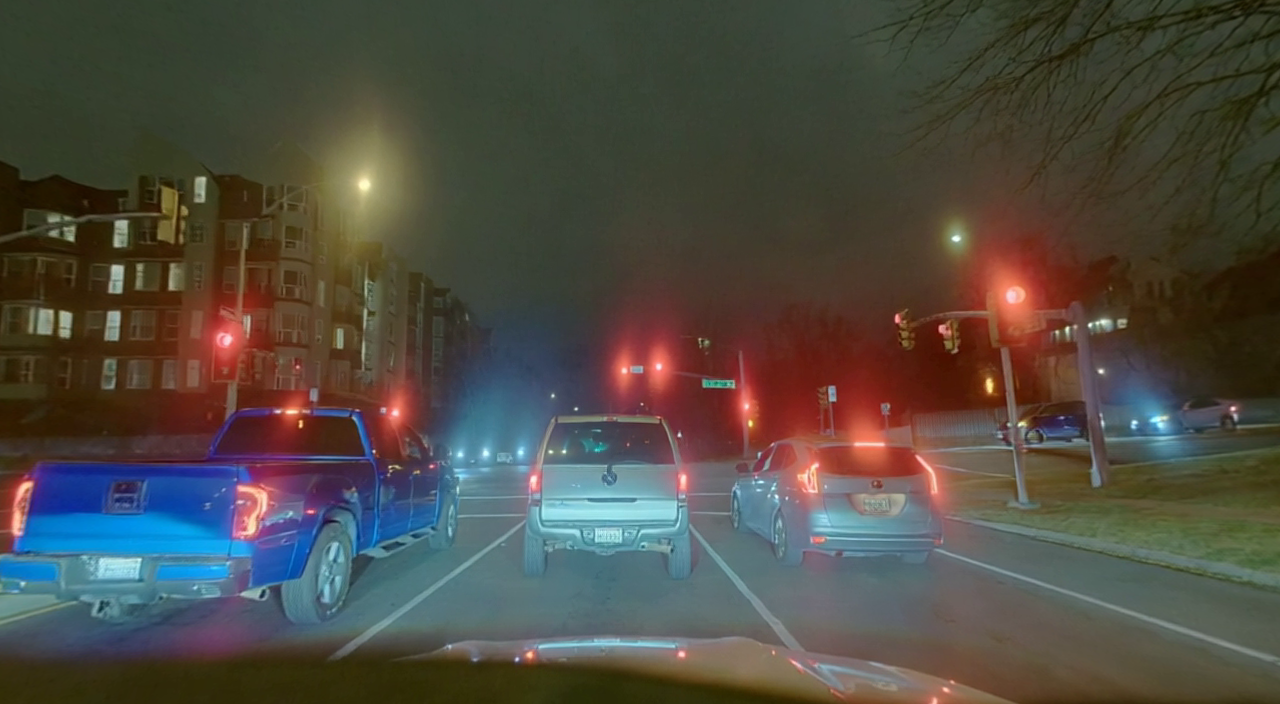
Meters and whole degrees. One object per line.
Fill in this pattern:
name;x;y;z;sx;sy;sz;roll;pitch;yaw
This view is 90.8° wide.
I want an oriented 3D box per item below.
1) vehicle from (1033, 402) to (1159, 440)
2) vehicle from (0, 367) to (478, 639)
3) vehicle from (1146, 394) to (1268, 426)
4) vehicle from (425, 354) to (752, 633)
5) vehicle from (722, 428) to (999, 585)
vehicle;23.327;3.585;32.489;4.721;1.866;2.188;0;-9;2
vehicle;-3.466;1.396;6.927;2.146;1.828;5.148;0;-9;-2
vehicle;29.265;3.043;32.698;4.540;1.543;1.803;0;-9;0
vehicle;-0.397;1.314;6.751;2.282;1.964;4.421;0;-9;-1
vehicle;2.405;1.815;8.307;2.016;1.481;4.336;0;-9;-1
